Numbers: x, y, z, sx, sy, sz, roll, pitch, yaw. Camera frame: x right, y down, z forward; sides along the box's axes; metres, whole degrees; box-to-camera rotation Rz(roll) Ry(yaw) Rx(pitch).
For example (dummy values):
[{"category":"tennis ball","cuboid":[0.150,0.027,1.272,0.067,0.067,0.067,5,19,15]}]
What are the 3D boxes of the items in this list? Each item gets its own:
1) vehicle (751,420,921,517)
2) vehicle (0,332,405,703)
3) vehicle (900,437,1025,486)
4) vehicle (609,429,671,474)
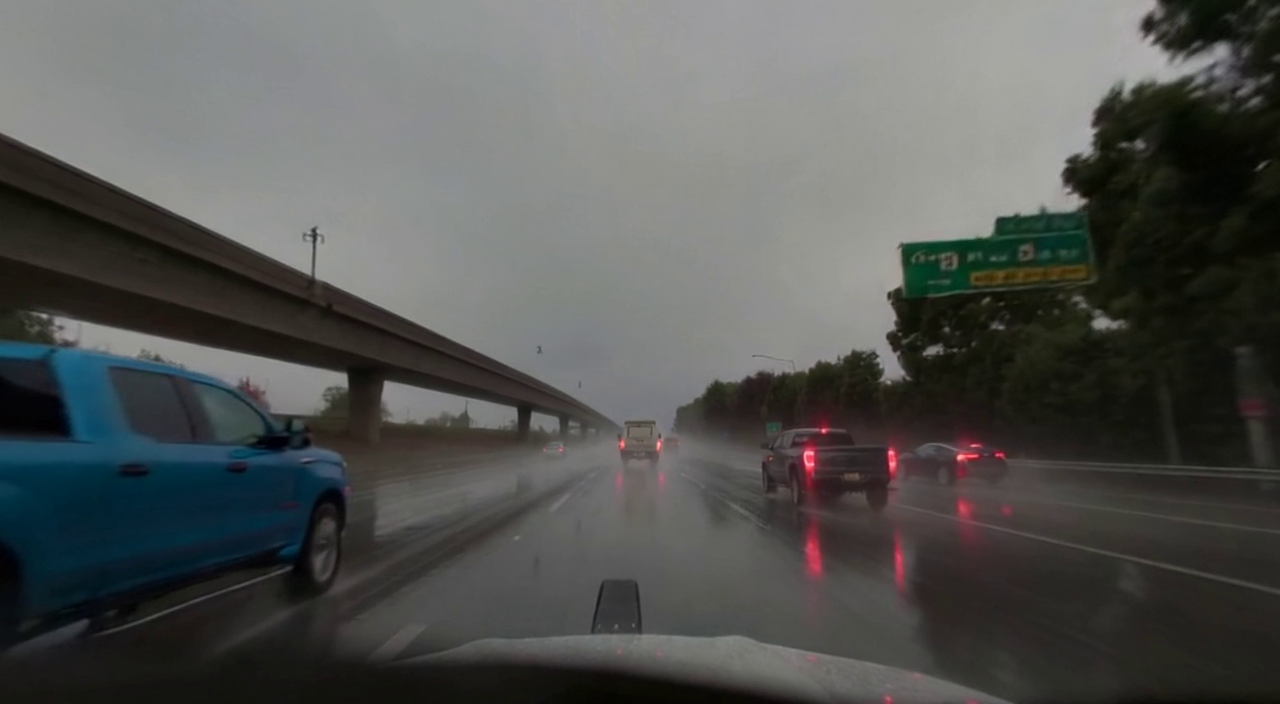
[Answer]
[{"category":"vehicle","cuboid":[3.759,2.319,13.002,2.119,1.653,4.000,0,-9,-1]},{"category":"vehicle","cuboid":[-3.657,1.002,3.724,2.535,1.715,5.030,0,-9,1]},{"category":"vehicle","cuboid":[10.831,3.697,21.640,1.961,1.480,4.331,0,-9,-1]},{"category":"vehicle","cuboid":[0.004,4.581,29.145,2.572,1.837,5.693,0,-9,0]}]
